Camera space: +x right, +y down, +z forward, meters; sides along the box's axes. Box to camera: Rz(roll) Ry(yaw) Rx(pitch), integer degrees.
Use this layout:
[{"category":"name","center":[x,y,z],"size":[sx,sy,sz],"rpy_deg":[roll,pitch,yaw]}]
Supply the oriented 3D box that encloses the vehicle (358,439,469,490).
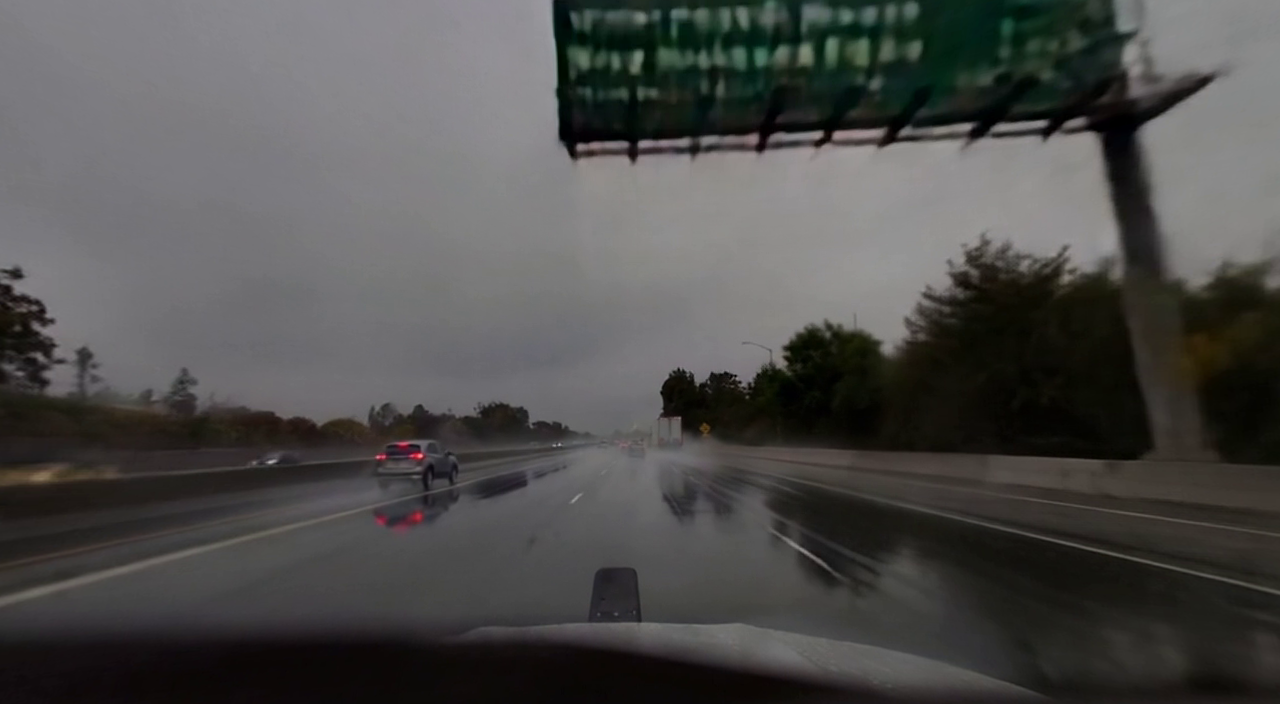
[{"category":"vehicle","center":[-7.311,3.663,20.969],"size":[2.033,1.494,4.508],"rpy_deg":[0,-9,0]}]
